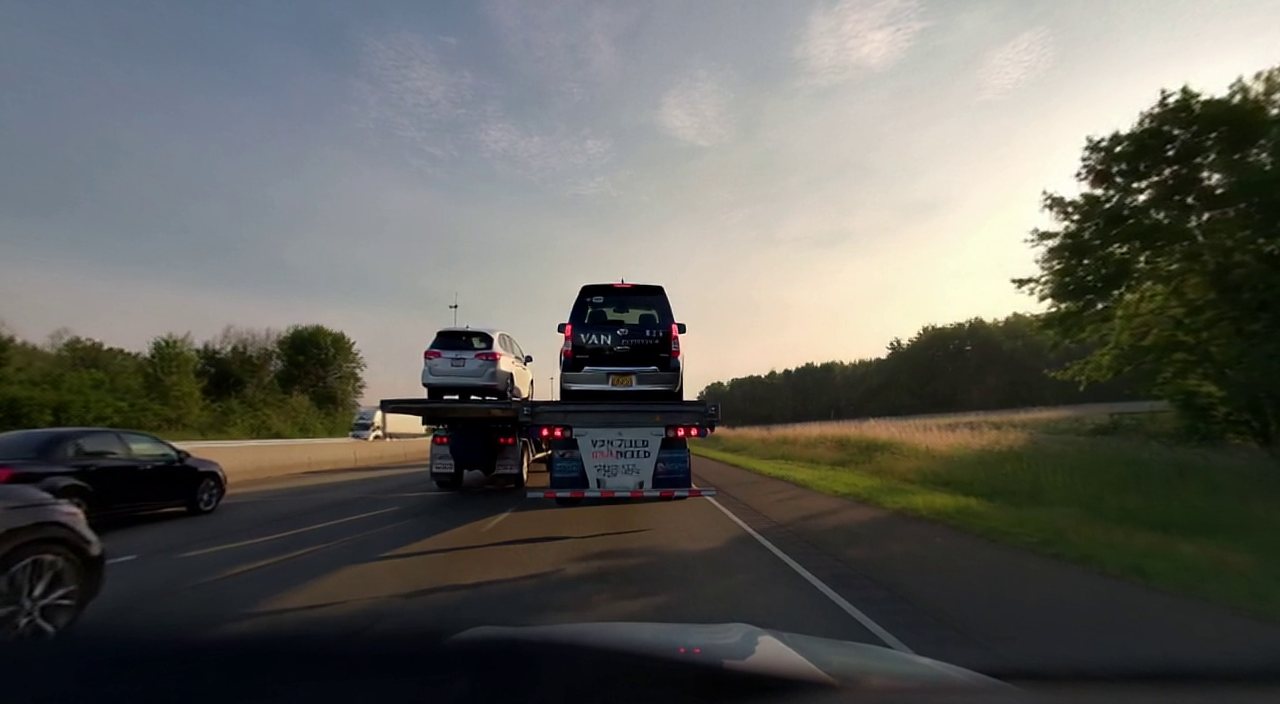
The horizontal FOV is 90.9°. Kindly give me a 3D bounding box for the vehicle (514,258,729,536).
[{"bbox_3d":[-0.430,1.141,12.837,2.738,3.628,9.223,0,-7,-2],"label":"vehicle"}]

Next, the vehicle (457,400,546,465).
[{"bbox_3d":[-4.570,2.746,21.508,2.258,1.970,4.402,0,-7,-3],"label":"vehicle"}]

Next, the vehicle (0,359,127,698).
[{"bbox_3d":[-4.090,0.685,1.653,1.914,1.675,4.331,0,-7,-2],"label":"vehicle"}]

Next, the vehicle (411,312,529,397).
[{"bbox_3d":[-4.484,0.224,17.464,2.118,1.799,4.591,0,-7,-2],"label":"vehicle"}]
